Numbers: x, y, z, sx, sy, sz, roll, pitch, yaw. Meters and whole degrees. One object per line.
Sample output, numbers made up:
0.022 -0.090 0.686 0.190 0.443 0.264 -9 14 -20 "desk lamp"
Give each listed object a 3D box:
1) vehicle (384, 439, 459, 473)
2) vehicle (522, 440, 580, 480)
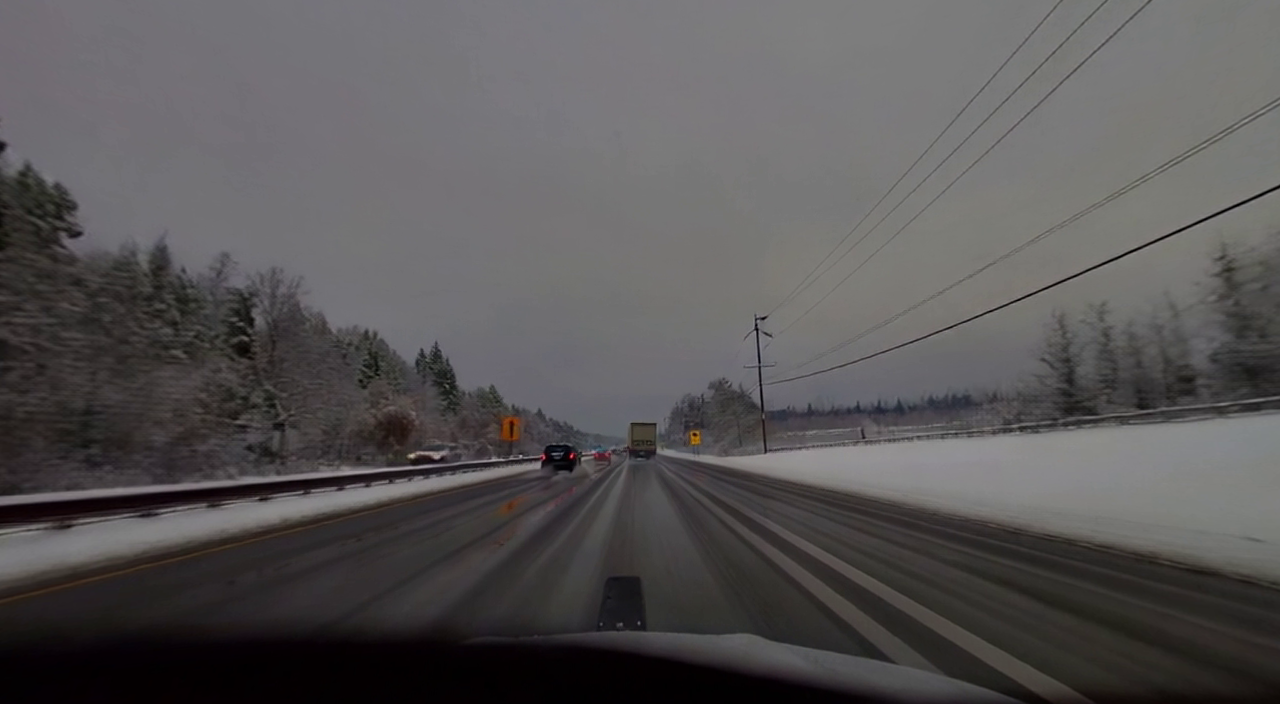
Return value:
-11.798 5.663 34.411 2.228 1.677 5.206 0 -9 0 "vehicle"
-4.053 5.006 29.538 2.111 1.735 4.066 0 -9 0 "vehicle"
